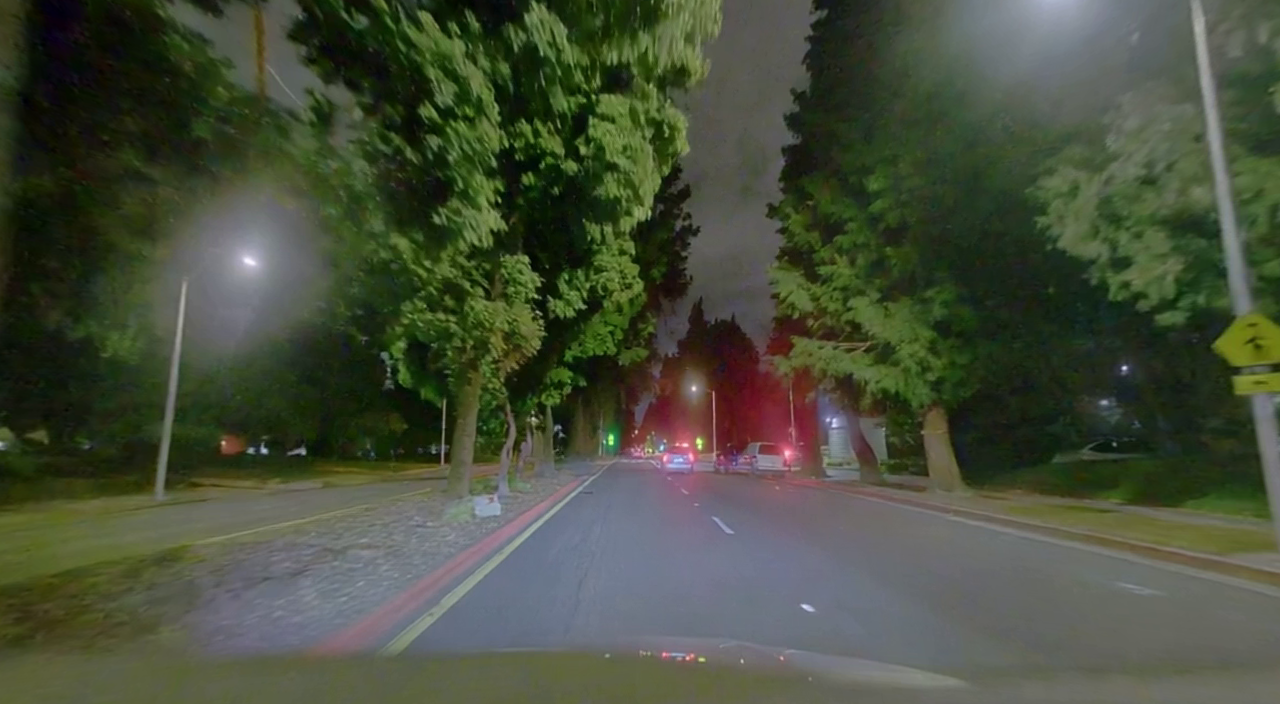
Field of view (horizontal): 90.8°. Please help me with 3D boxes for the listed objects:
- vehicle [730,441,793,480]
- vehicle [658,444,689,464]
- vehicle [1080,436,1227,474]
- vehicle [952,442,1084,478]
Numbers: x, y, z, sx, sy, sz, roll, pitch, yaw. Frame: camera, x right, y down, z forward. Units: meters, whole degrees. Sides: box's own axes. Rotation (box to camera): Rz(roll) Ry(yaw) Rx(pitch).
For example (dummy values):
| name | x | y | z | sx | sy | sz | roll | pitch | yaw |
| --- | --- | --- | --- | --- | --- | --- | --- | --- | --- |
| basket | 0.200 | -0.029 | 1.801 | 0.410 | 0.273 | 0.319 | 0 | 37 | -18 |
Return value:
| name | x | y | z | sx | sy | sz | roll | pitch | yaw |
| --- | --- | --- | --- | --- | --- | --- | --- | --- | --- |
| vehicle | 6.207 | 5.600 | 32.871 | 2.040 | 1.710 | 5.200 | 4 | -9 | -1 |
| vehicle | 2.585 | 7.971 | 49.536 | 2.142 | 1.501 | 4.273 | 0 | -8 | -1 |
| vehicle | 21.303 | 4.297 | 26.366 | 4.400 | 1.522 | 1.831 | -1 | -8 | 3 |
| vehicle | 15.804 | 4.532 | 26.595 | 4.331 | 1.413 | 1.892 | 0 | -9 | -1 |
